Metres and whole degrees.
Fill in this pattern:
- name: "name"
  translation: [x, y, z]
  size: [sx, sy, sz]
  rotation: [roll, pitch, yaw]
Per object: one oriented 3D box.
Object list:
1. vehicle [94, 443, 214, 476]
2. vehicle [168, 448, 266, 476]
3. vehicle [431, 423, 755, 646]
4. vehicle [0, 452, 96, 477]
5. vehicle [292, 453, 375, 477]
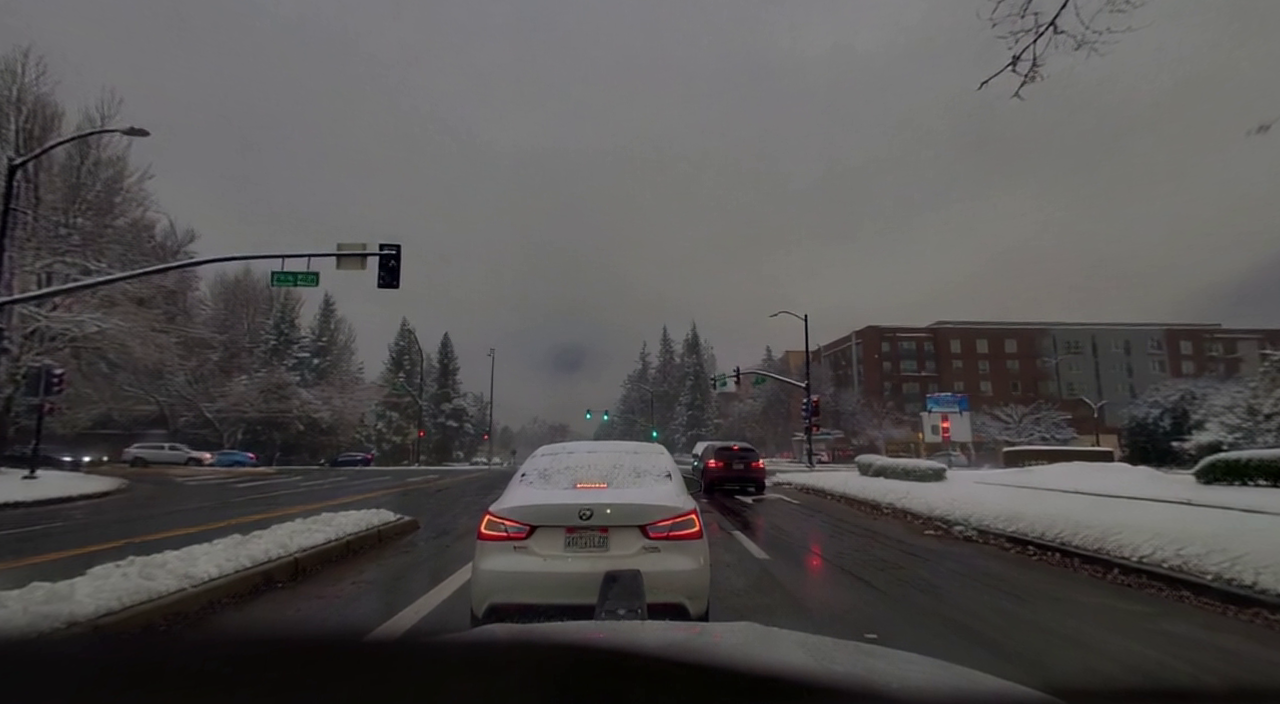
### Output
- name: "vehicle"
  translation: [-27.356, 6.075, 35.770]
  size: [4.877, 1.754, 1.978]
  rotation: [2, -9, -12]
- name: "vehicle"
  translation: [-26.508, 6.891, 39.753]
  size: [4.575, 1.718, 2.008]
  rotation: [2, -9, -12]
- name: "vehicle"
  translation: [-0.331, 1.551, 6.449]
  size: [2.173, 1.479, 4.264]
  rotation: [0, -9, 0]
- name: "vehicle"
  translation: [-35.676, 6.733, 37.835]
  size: [4.199, 1.432, 1.727]
  rotation: [2, -9, -12]
- name: "vehicle"
  translation: [-19.959, 7.364, 41.368]
  size: [4.548, 1.449, 1.802]
  rotation: [2, -9, -13]
